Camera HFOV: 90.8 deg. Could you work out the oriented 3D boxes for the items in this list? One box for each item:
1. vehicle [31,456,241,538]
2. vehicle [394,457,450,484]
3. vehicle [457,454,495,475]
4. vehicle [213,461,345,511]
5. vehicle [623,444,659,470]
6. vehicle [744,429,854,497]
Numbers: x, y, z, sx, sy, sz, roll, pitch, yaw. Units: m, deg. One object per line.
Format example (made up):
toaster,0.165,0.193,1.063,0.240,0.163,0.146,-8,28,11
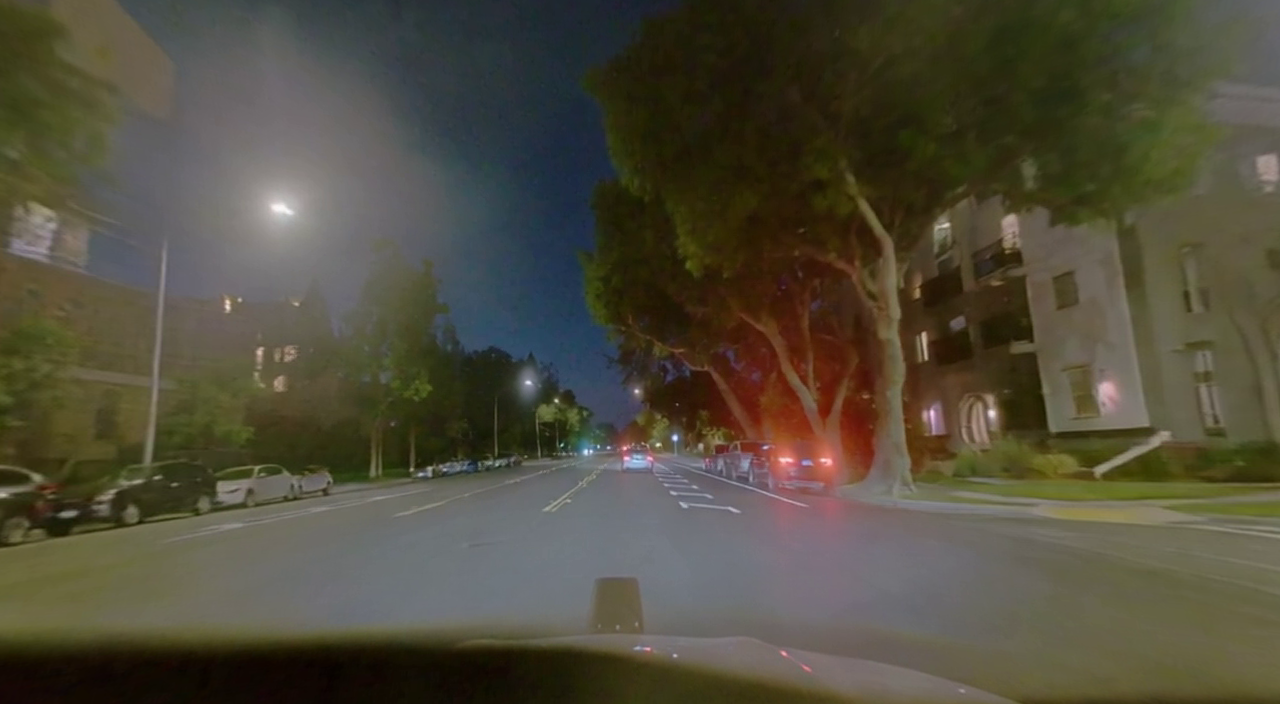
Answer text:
vehicle,-12.745,3.630,16.466,1.917,1.739,4.461,0,-9,-3
vehicle,-12.789,6.970,37.396,1.819,1.443,4.273,0,-9,0
vehicle,-12.795,8.773,49.532,1.882,1.507,4.638,0,-9,-3
vehicle,-12.622,4.671,22.500,1.835,1.488,4.696,-1,-9,1
vehicle,0.006,6.364,38.441,2.022,1.471,3.973,0,-9,-2
vehicle,5.102,3.611,21.097,2.195,2.000,4.789,0,-8,-3
